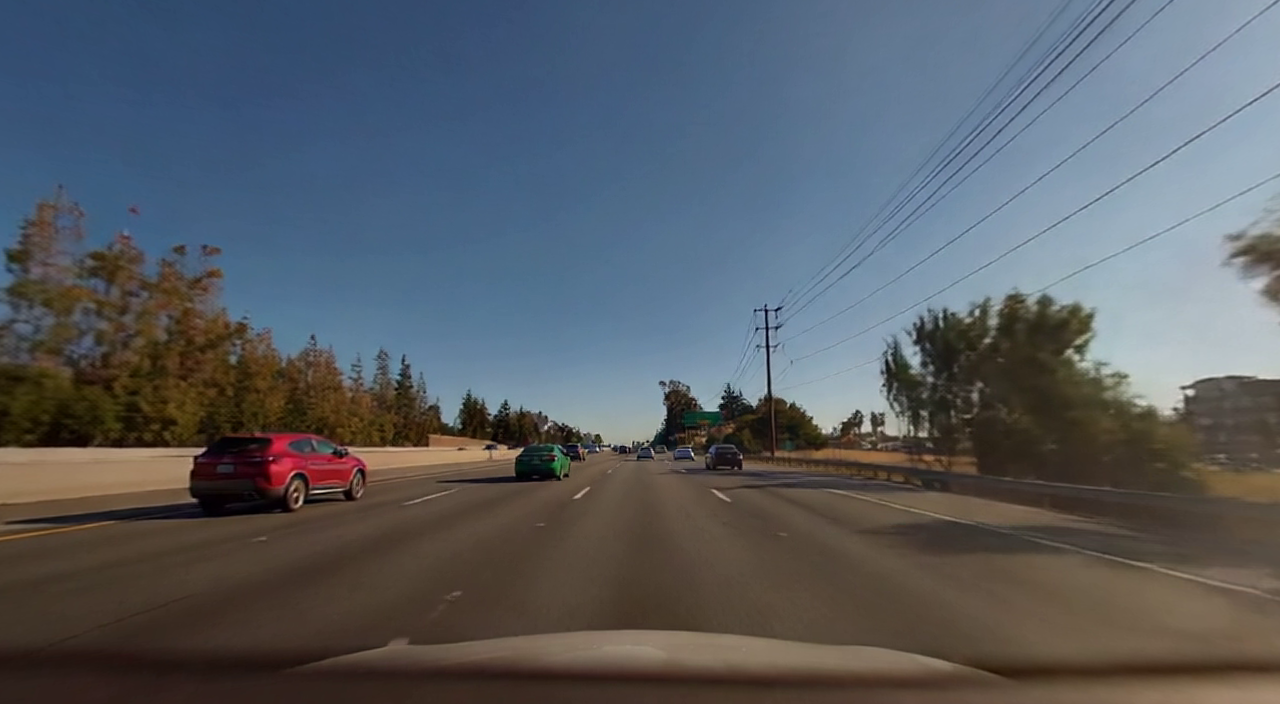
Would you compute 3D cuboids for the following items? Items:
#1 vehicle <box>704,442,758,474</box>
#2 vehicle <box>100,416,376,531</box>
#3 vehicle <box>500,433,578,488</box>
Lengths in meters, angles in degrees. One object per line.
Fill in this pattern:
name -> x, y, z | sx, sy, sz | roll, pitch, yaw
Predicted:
vehicle -> 4.432, 5.212, 31.221 | 1.964, 1.479, 4.252 | 0, -8, -1
vehicle -> -7.399, 2.276, 12.456 | 2.162, 1.805, 4.853 | 0, -8, 1
vehicle -> -3.362, 3.718, 21.841 | 1.961, 1.704, 4.052 | 0, -8, 1
